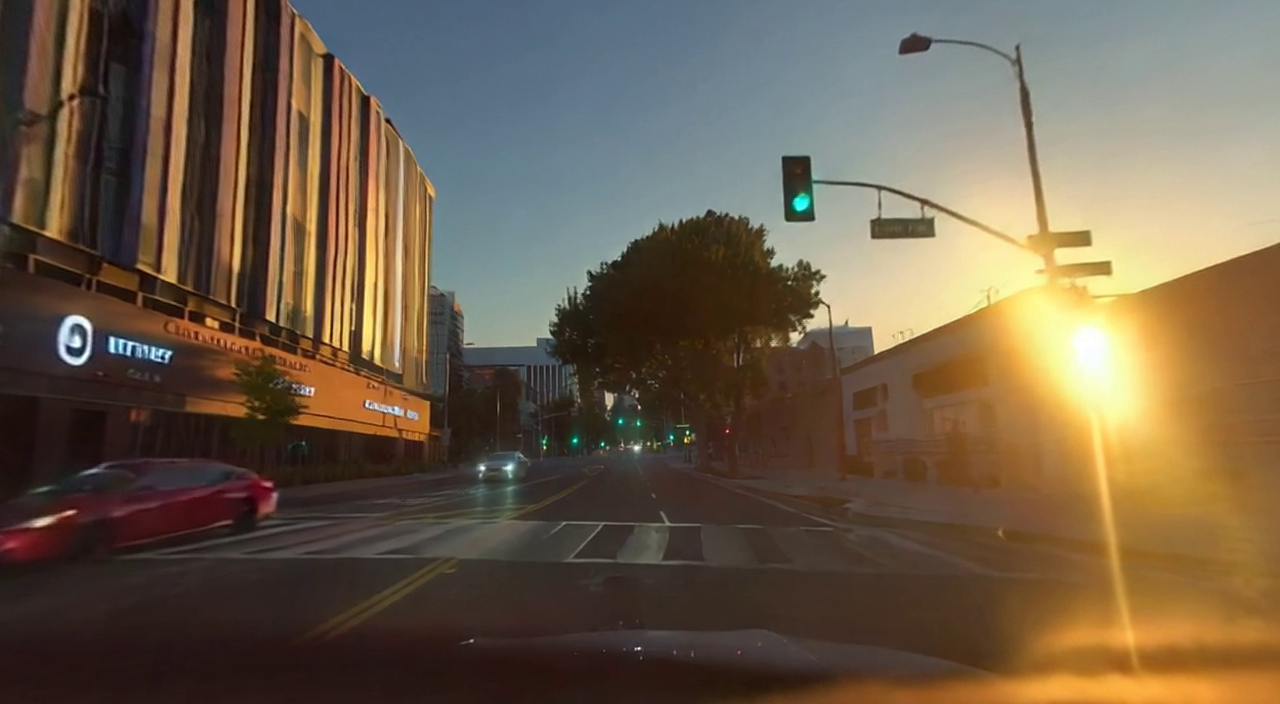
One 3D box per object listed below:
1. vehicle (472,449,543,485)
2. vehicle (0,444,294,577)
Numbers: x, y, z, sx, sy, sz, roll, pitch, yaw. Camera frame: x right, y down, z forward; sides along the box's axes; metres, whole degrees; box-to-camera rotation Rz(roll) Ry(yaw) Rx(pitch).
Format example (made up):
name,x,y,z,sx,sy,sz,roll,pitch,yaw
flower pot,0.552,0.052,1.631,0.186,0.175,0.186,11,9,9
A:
name,x,y,z,sx,sy,sz,roll,pitch,yaw
vehicle,-6.261,5.474,30.490,2.037,1.563,4.754,-1,-8,4
vehicle,-7.260,2.159,9.425,1.897,1.537,3.770,-1,-8,3
